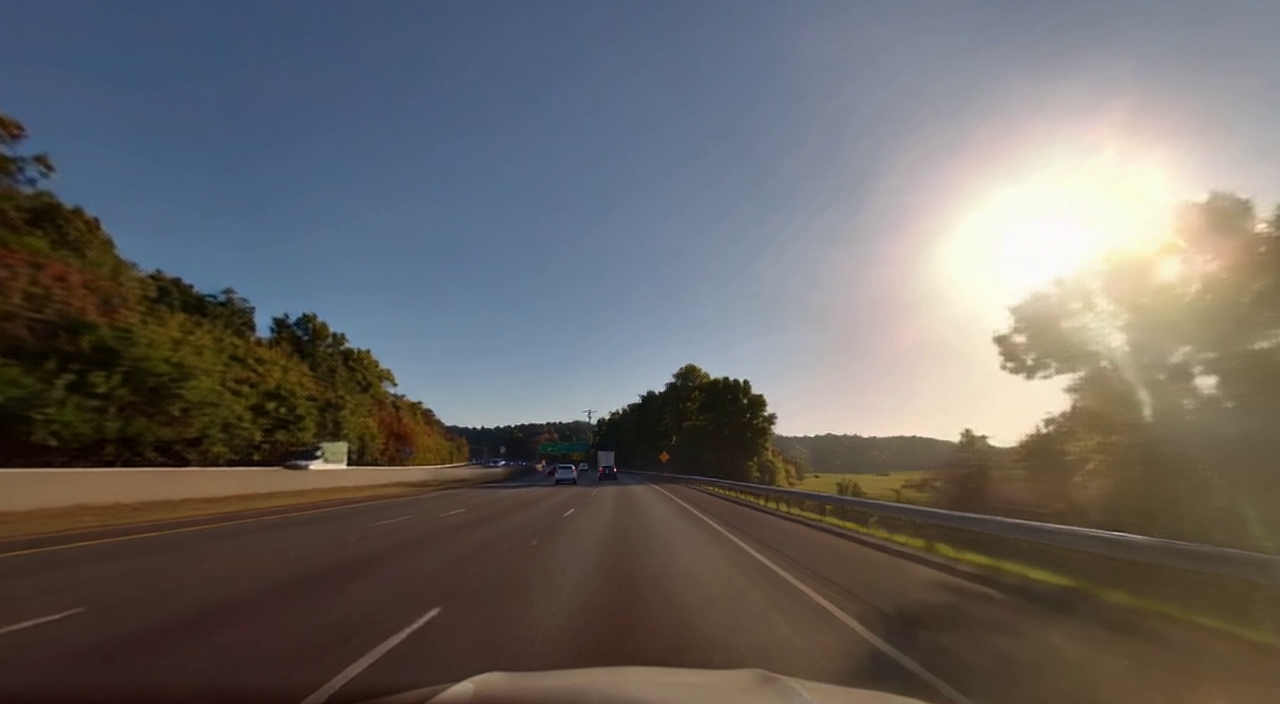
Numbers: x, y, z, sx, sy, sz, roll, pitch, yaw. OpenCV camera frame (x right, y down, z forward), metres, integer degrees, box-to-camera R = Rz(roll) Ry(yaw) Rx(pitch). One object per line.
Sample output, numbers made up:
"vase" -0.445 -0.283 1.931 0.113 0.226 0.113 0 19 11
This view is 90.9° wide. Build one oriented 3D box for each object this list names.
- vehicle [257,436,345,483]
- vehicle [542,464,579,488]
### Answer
"vehicle" -22.805 7.363 42.789 2.701 2.920 5.854 1 -11 -1
"vehicle" -5.412 8.573 43.609 2.115 1.546 4.638 1 -11 -2
